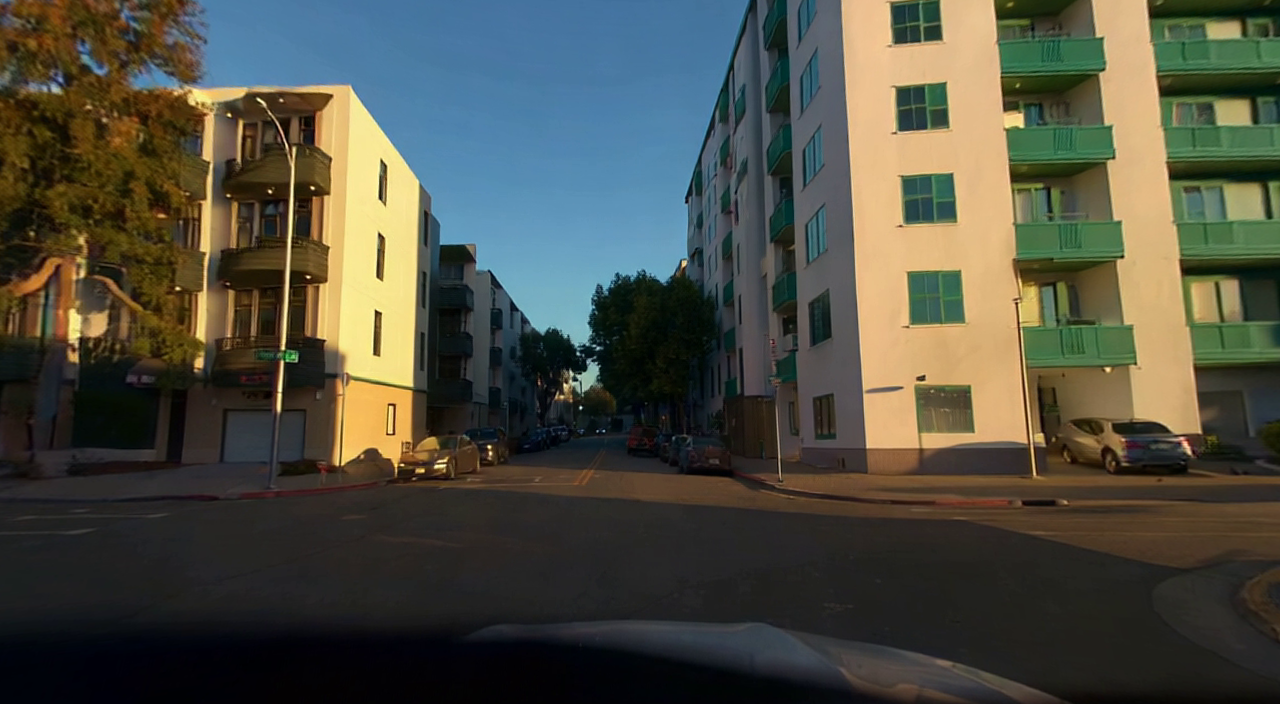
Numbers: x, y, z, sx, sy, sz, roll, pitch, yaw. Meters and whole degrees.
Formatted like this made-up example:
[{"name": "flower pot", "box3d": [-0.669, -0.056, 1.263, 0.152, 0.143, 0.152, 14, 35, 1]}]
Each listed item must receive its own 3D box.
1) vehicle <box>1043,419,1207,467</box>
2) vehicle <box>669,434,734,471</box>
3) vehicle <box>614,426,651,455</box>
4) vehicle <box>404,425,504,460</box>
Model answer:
[{"name": "vehicle", "box3d": [15.370, 2.915, 20.144, 3.752, 1.453, 1.709, 0, -9, 2]}, {"name": "vehicle", "box3d": [2.507, 4.297, 27.051, 2.290, 1.456, 4.503, 0, -8, -1]}, {"name": "vehicle", "box3d": [-0.476, 6.110, 43.286, 2.412, 1.834, 4.636, 0, -8, 0]}, {"name": "vehicle", "box3d": [-11.443, 5.589, 38.872, 5.540, 1.950, 2.113, 4, -12, -28]}]
